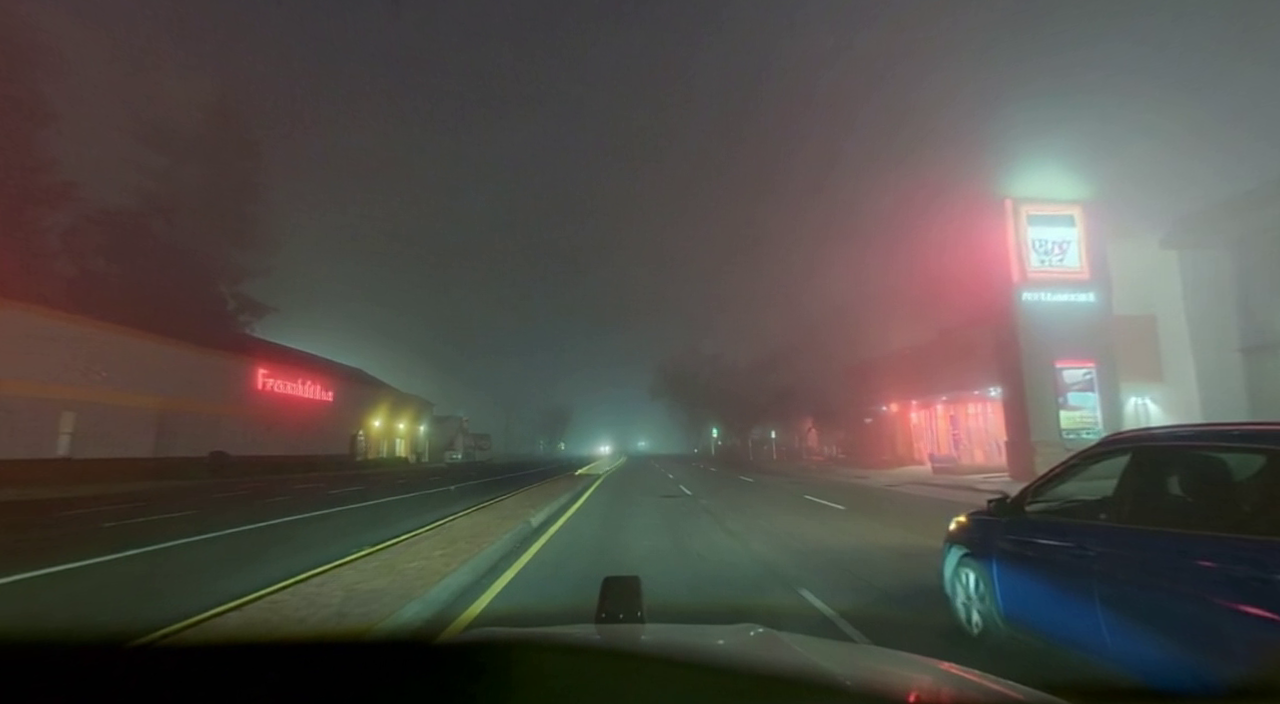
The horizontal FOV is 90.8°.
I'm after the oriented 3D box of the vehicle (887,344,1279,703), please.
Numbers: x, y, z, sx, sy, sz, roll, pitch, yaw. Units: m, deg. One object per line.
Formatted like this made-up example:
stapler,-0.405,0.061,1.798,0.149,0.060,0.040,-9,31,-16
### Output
vehicle,3.028,0.867,2.476,2.015,1.641,4.995,0,-8,-1
